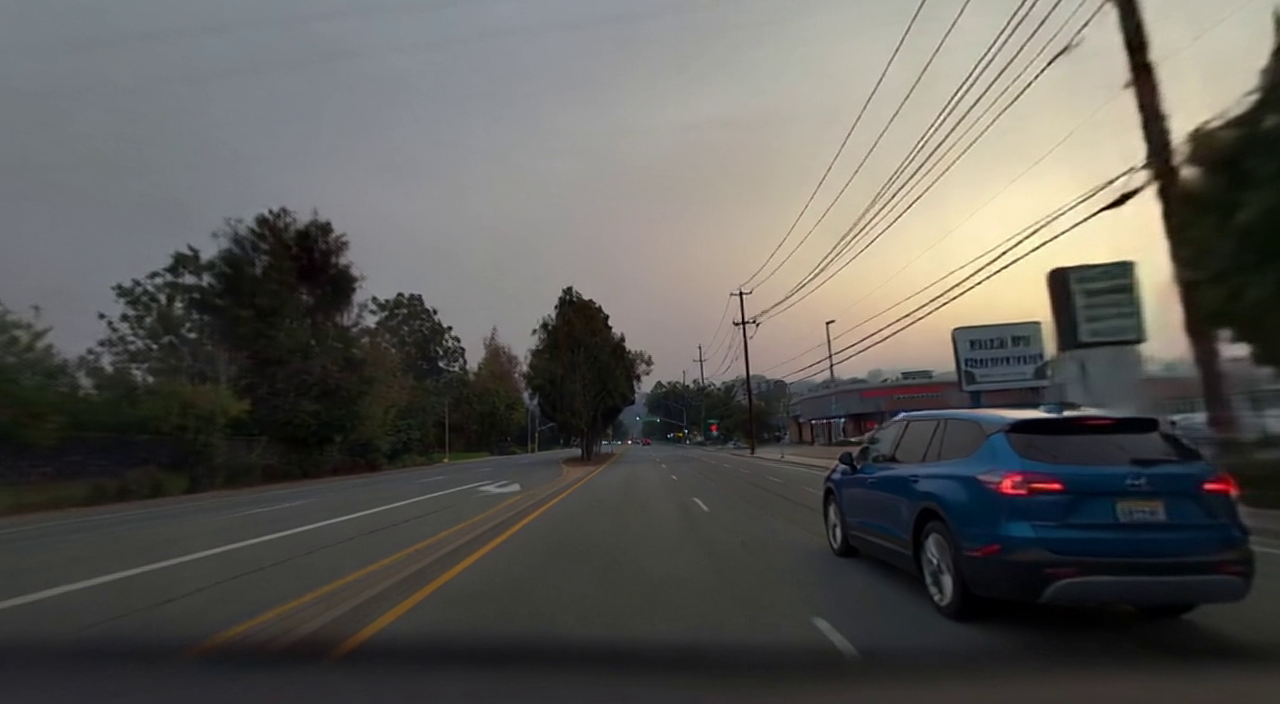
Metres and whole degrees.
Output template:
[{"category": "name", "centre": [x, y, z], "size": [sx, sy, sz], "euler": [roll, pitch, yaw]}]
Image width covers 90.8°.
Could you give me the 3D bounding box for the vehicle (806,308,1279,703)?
[{"category": "vehicle", "centre": [3.008, 1.049, 4.961], "size": [2.060, 1.820, 4.713], "euler": [0, -8, -1]}]
